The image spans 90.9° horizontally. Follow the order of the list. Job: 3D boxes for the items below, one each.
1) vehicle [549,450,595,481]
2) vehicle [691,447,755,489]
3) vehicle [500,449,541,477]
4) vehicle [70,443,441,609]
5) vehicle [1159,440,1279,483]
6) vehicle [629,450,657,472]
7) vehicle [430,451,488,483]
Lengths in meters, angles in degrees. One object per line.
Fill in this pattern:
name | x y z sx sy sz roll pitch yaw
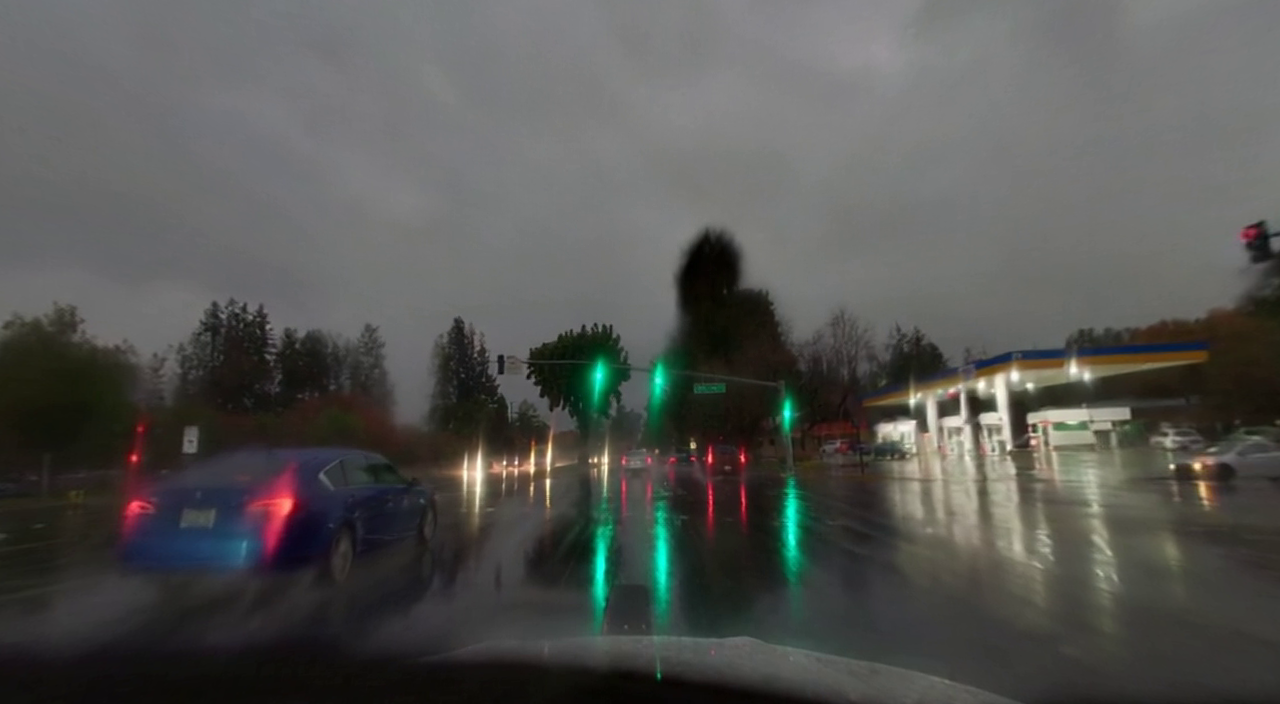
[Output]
vehicle | -3.439 5.837 32.619 1.841 1.474 4.038 0 -8 2
vehicle | 3.089 4.410 24.296 1.883 1.465 3.975 0 -8 -1
vehicle | -8.323 7.758 44.305 1.922 1.660 4.332 -3 -8 1
vehicle | -4.142 1.884 7.893 1.803 1.463 4.422 0 -8 1
vehicle | 21.324 3.803 22.117 4.573 1.419 1.840 0 -8 -1
vehicle | 0.157 7.906 45.803 1.934 1.470 3.988 0 -8 -1
vehicle | -11.455 7.264 40.158 2.130 1.672 4.549 -4 -8 3
